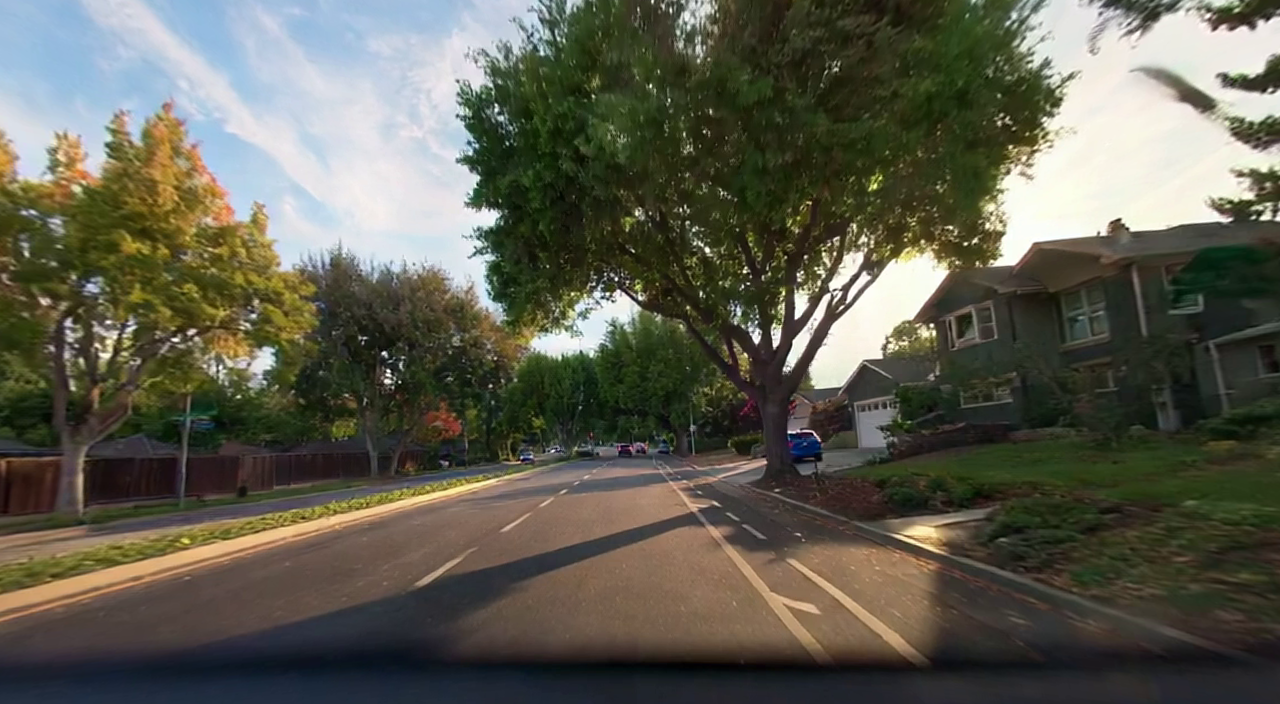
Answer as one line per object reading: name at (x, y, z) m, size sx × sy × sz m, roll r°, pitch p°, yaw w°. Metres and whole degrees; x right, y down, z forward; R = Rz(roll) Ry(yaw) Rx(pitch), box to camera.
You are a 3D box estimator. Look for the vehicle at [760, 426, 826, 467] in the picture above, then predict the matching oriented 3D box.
vehicle at (7.869, 4.993, 33.049) m, size 2.051 × 1.801 × 4.785 m, roll -5°, pitch -9°, yaw -2°
